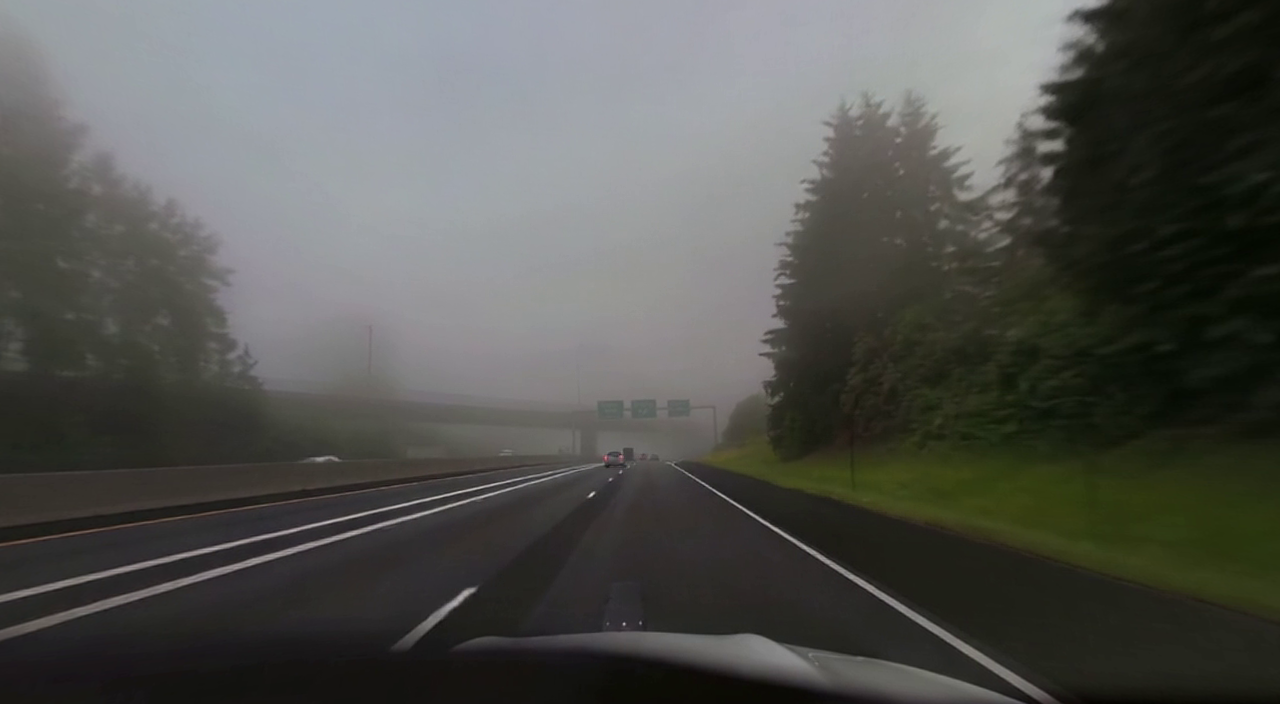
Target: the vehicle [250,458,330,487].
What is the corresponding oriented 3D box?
[{"bbox_3d":[-20.159,6.931,36.543,1.915,1.503,4.856,0,-9,0],"label":"vehicle"}]
